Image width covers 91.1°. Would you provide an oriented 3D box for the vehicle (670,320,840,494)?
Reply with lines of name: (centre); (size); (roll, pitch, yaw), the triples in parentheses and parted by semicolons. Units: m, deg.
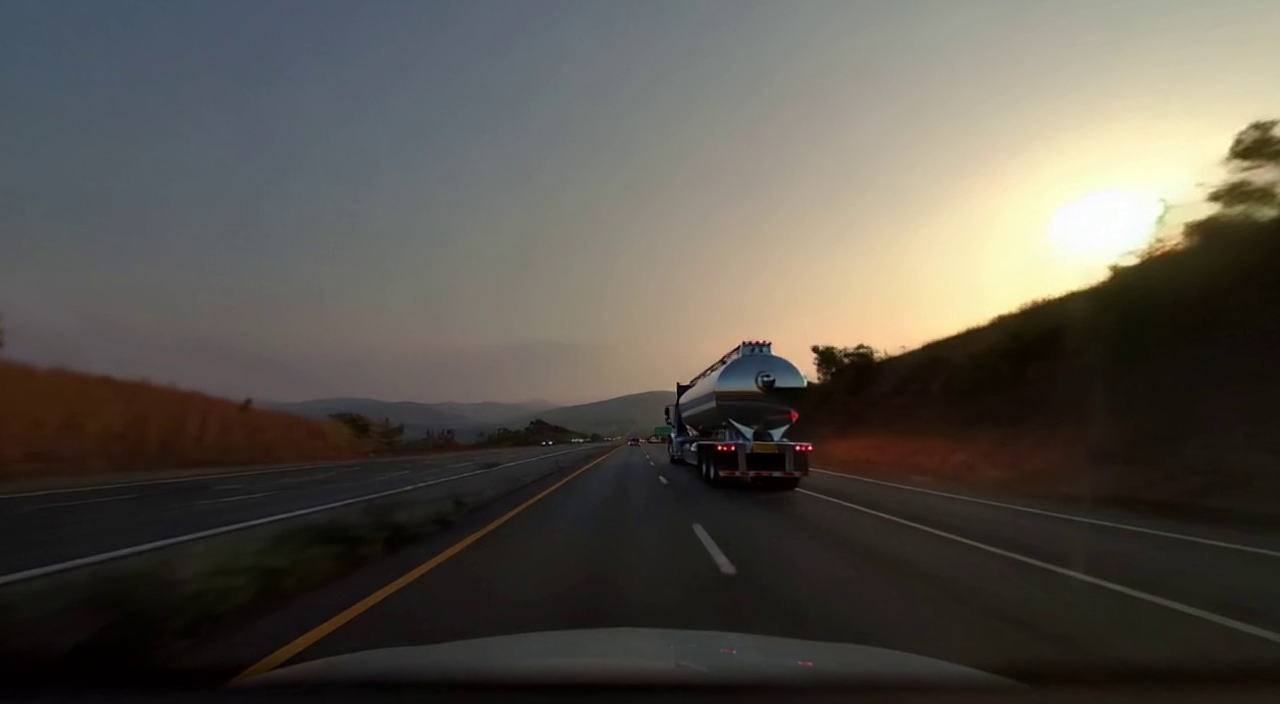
vehicle: (2.724, 1.925, 19.237); (2.946, 3.745, 11.516); (0, -8, 0)
